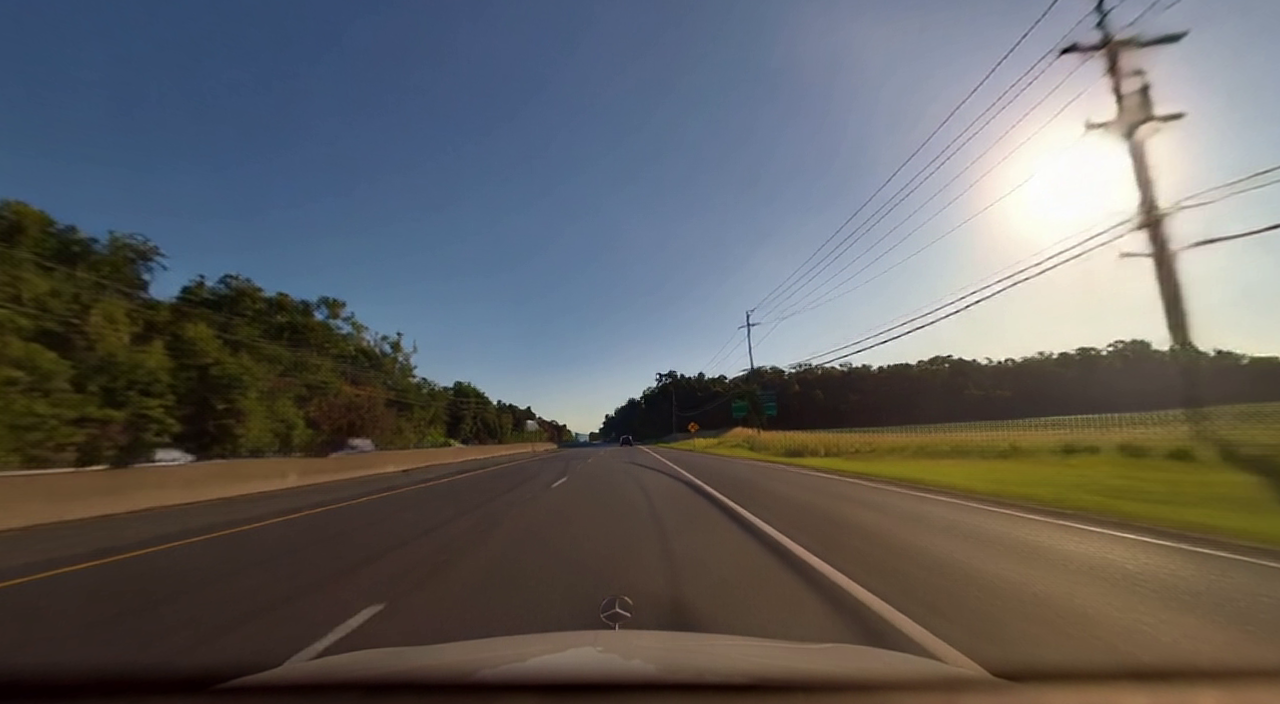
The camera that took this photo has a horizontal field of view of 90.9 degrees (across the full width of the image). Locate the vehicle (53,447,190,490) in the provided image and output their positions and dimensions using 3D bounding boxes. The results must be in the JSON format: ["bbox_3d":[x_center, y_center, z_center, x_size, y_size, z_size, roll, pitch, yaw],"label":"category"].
[{"bbox_3d":[-21.344,4.772,26.237,1.780,1.500,4.709,-1,-8,-1],"label":"vehicle"}]

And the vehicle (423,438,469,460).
[{"bbox_3d":[-13.549,6.782,44.228,1.791,1.426,4.502,0,-8,0],"label":"vehicle"}]

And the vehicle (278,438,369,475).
[{"bbox_3d":[-13.451,4.427,27.081,1.811,1.468,4.112,0,-8,0],"label":"vehicle"}]
